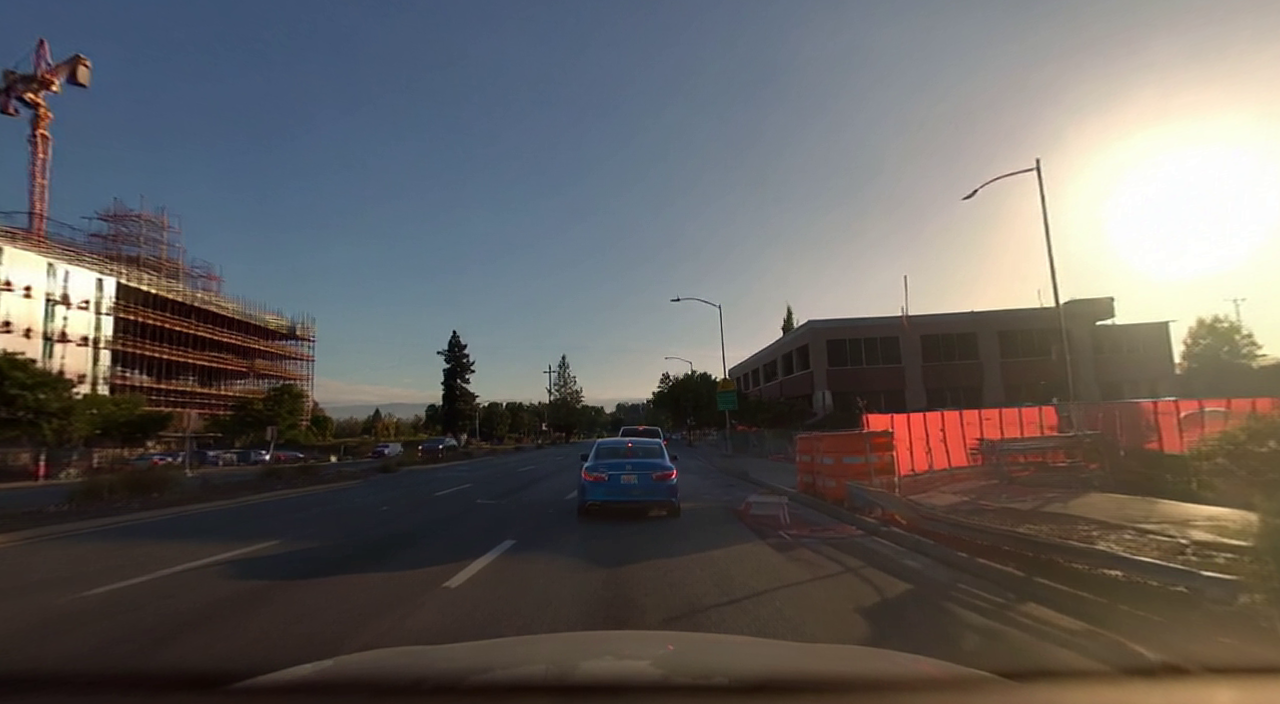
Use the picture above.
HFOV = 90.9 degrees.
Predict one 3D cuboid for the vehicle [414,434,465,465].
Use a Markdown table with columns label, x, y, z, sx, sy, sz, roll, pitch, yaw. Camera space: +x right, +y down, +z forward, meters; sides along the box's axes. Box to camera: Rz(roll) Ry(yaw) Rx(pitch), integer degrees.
| label | x | y | z | sx | sy | sz | roll | pitch | yaw |
| --- | --- | --- | --- | --- | --- | --- | --- | --- | --- |
| vehicle | -10.436 | 5.044 | 32.629 | 2.072 | 1.465 | 4.394 | 3 | -9 | -22 |

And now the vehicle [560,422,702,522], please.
| label | x | y | z | sx | sy | sz | roll | pitch | yaw |
| --- | --- | --- | --- | --- | --- | --- | --- | --- | --- |
| vehicle | -0.123 | 2.095 | 11.488 | 2.112 | 1.482 | 4.076 | 0 | -8 | 0 |

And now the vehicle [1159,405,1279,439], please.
| label | x | y | z | sx | sy | sz | roll | pitch | yaw |
| --- | --- | --- | --- | --- | --- | --- | --- | --- | --- |
| vehicle | 27.739 | 3.347 | 29.883 | 4.455 | 1.494 | 1.926 | 0 | -9 | 0 |
